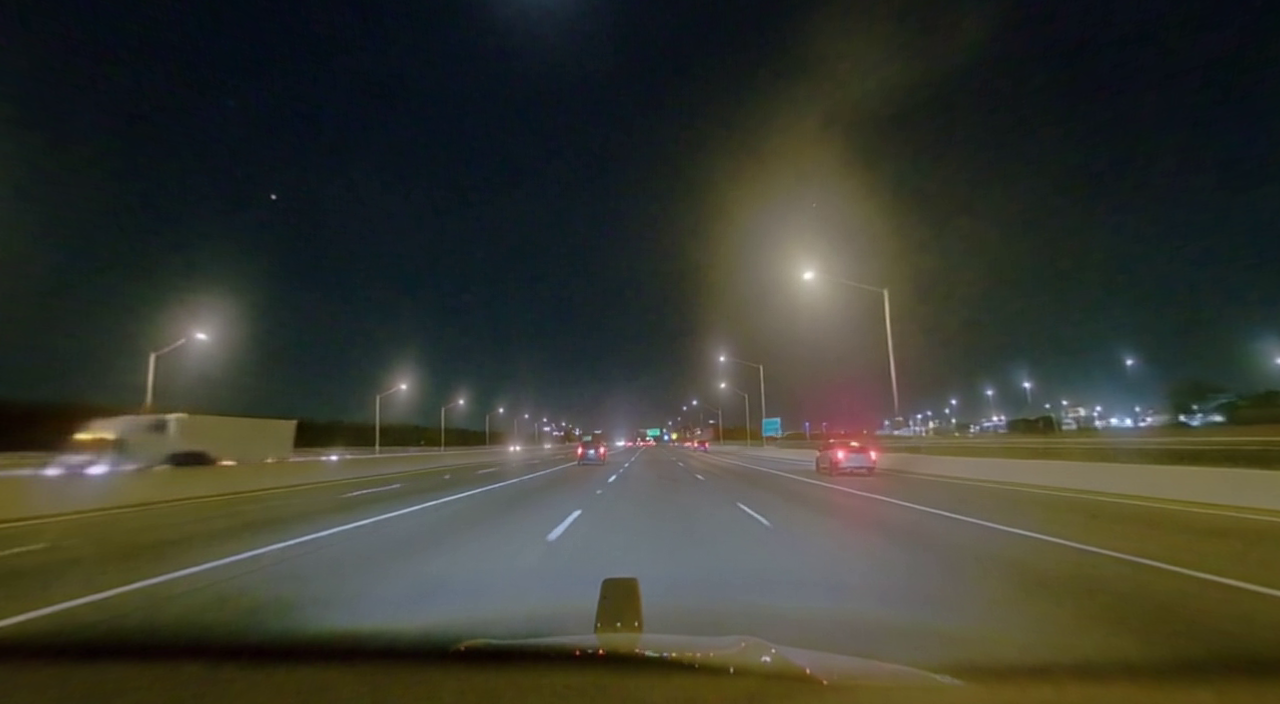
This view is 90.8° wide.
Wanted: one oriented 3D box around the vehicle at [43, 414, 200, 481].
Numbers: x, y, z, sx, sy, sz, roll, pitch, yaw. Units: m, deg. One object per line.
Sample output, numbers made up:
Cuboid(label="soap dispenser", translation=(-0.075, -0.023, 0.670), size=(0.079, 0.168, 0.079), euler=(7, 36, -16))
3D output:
Cuboid(label="vehicle", translation=(-30.636, 5.694, 37.833), size=(3.058, 3.588, 7.217), euler=(0, -8, 1))

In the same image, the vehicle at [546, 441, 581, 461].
Cuboid(label="vehicle", translation=(-5.836, 7.647, 48.681), size=(2.009, 1.462, 4.458), euler=(0, -8, 1))

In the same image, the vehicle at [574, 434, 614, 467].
Cuboid(label="vehicle", translation=(-2.612, 5.777, 37.092), size=(1.893, 1.827, 4.513), euler=(0, -8, 1))

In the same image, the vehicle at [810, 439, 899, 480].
Cuboid(label="vehicle", translation=(8.185, 4.137, 24.595), size=(1.900, 1.432, 4.519), euler=(0, -8, 0))

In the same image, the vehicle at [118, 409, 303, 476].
Cuboid(label="vehicle", translation=(-30.486, 6.687, 46.481), size=(2.898, 4.106, 15.082), euler=(0, -8, 1))
